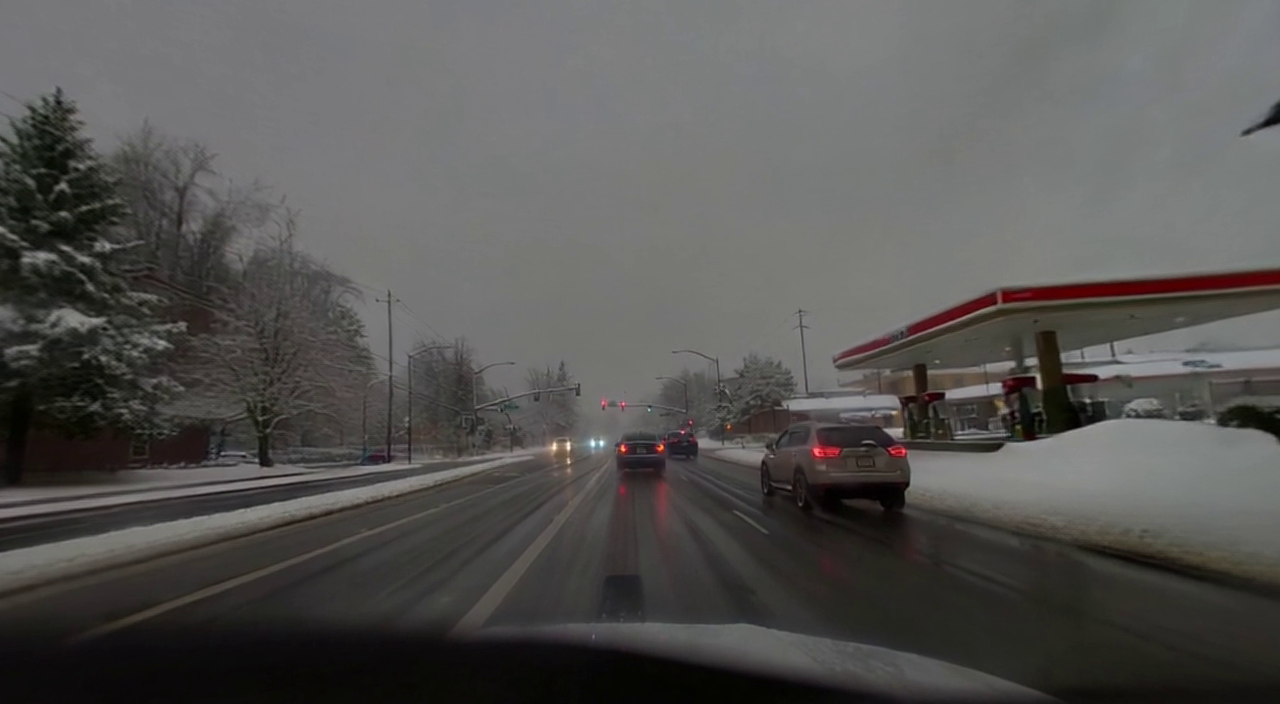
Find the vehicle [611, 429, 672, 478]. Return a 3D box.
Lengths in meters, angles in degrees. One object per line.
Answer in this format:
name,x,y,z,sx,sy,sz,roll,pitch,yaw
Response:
vehicle,-0.009,3.898,24.428,2.164,1.718,3.881,0,-8,-2

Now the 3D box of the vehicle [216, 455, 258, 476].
vehicle,-30.785,8.587,48.141,1.948,1.452,4.370,7,-11,-41

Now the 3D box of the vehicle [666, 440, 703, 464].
vehicle,2.589,5.909,37.603,1.822,1.331,3.583,0,-8,-3

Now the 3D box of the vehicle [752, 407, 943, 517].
vehicle,3.868,2.182,12.975,2.116,1.791,5.006,0,-8,-1
